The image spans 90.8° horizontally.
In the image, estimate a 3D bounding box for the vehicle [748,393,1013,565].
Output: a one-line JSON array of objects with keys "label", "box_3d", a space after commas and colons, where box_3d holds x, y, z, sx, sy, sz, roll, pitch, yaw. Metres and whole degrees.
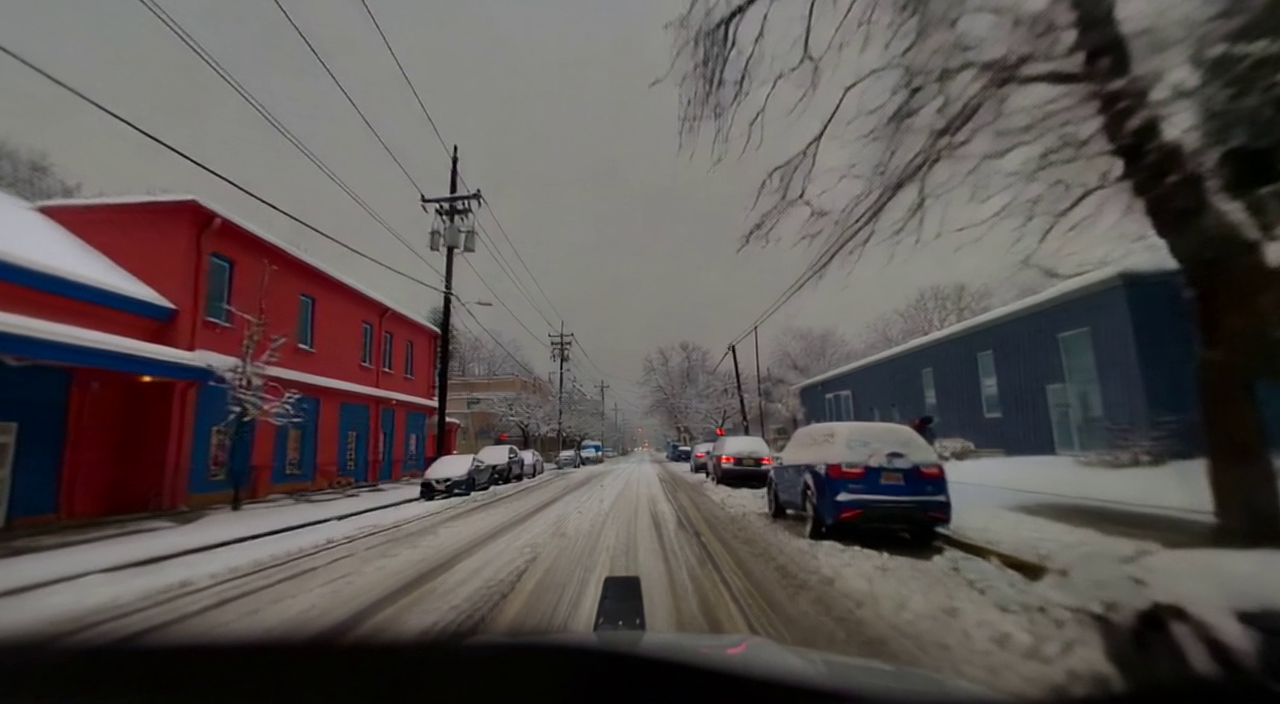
[{"label": "vehicle", "box_3d": [3.234, 1.863, 9.913, 2.263, 1.996, 4.870, 0, -9, 1]}]

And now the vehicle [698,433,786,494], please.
[{"label": "vehicle", "box_3d": [3.350, 3.789, 21.789, 2.182, 1.824, 4.622, 0, -9, -1]}]

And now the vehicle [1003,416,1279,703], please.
[{"label": "vehicle", "box_3d": [3.102, 0.828, 1.285, 1.966, 1.471, 4.552, 0, -9, -1]}]

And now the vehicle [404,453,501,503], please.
[{"label": "vehicle", "box_3d": [-6.276, 4.255, 21.743, 1.844, 1.486, 4.474, -1, -9, 2]}]
